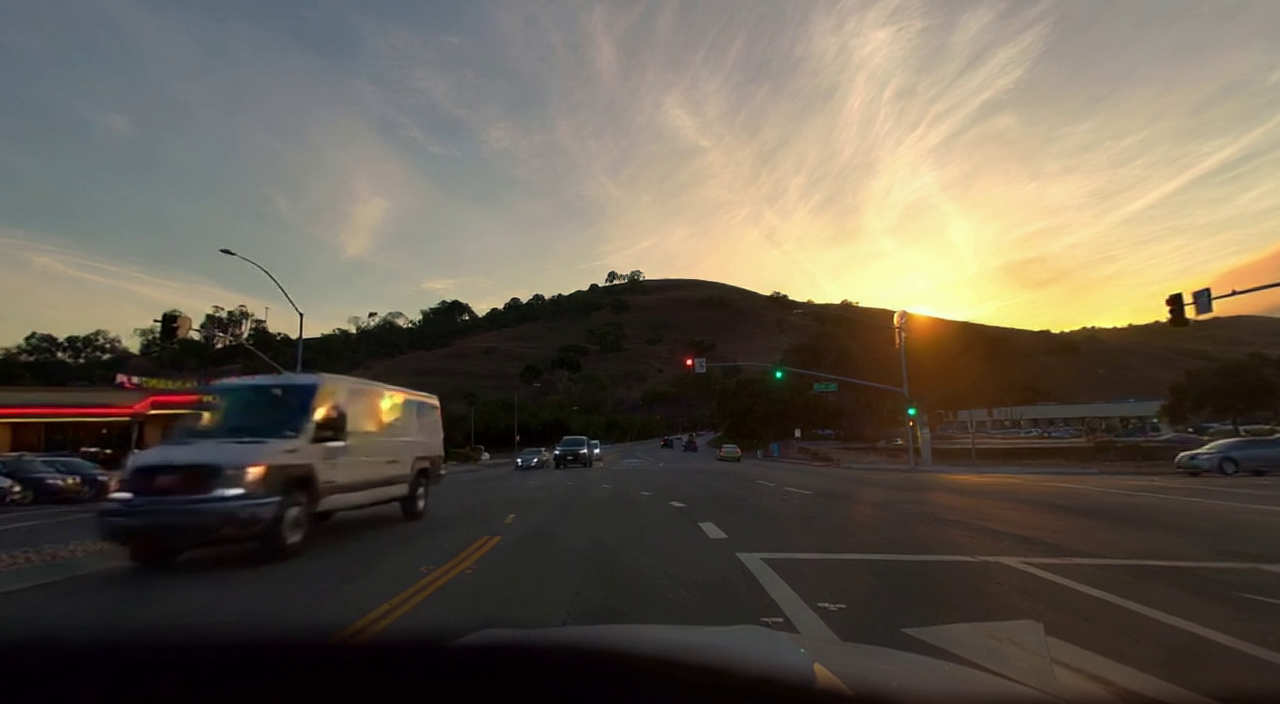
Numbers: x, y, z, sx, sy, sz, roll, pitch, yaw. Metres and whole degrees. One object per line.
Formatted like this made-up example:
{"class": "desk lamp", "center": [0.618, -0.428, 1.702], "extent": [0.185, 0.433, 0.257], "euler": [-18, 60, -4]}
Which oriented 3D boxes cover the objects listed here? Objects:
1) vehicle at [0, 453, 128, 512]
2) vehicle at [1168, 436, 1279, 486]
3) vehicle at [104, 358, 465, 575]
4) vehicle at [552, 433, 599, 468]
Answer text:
{"class": "vehicle", "center": [-19.815, 4.196, 20.518], "extent": [4.440, 1.748, 2.033], "euler": [0, -8, 1]}
{"class": "vehicle", "center": [25.036, 4.472, 26.077], "extent": [4.546, 1.944, 2.051], "euler": [1, -9, -5]}
{"class": "vehicle", "center": [-4.444, 1.575, 9.253], "extent": [2.196, 2.264, 5.206], "euler": [0, -8, 0]}
{"class": "vehicle", "center": [-4.368, 6.790, 43.479], "extent": [2.662, 2.197, 5.454], "euler": [0, -8, 0]}
